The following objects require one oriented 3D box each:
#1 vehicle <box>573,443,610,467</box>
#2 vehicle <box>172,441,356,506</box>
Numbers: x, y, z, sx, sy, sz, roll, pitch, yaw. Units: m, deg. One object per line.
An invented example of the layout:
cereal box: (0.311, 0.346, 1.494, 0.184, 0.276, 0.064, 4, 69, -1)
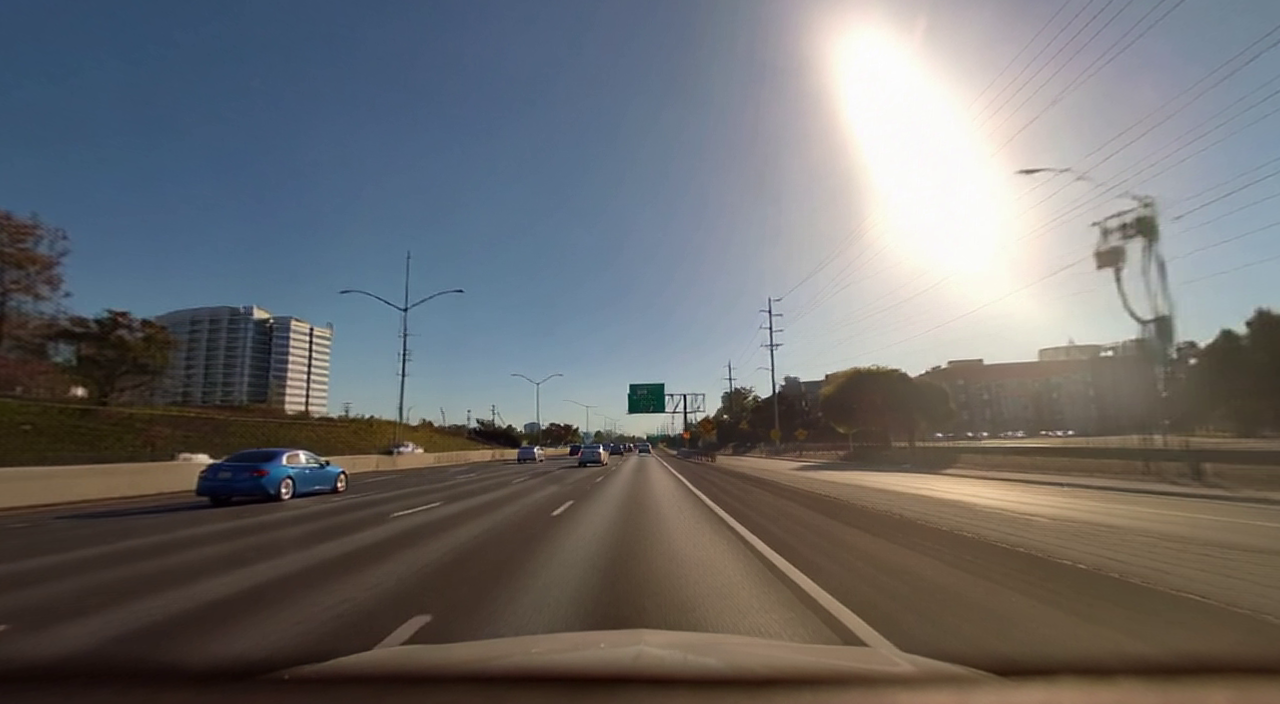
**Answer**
vehicle: (-3.129, 6.721, 41.515, 2.050, 1.479, 4.342, 0, -8, 1)
vehicle: (-10.034, 3.241, 17.423, 2.002, 1.526, 4.822, 0, -8, 1)
